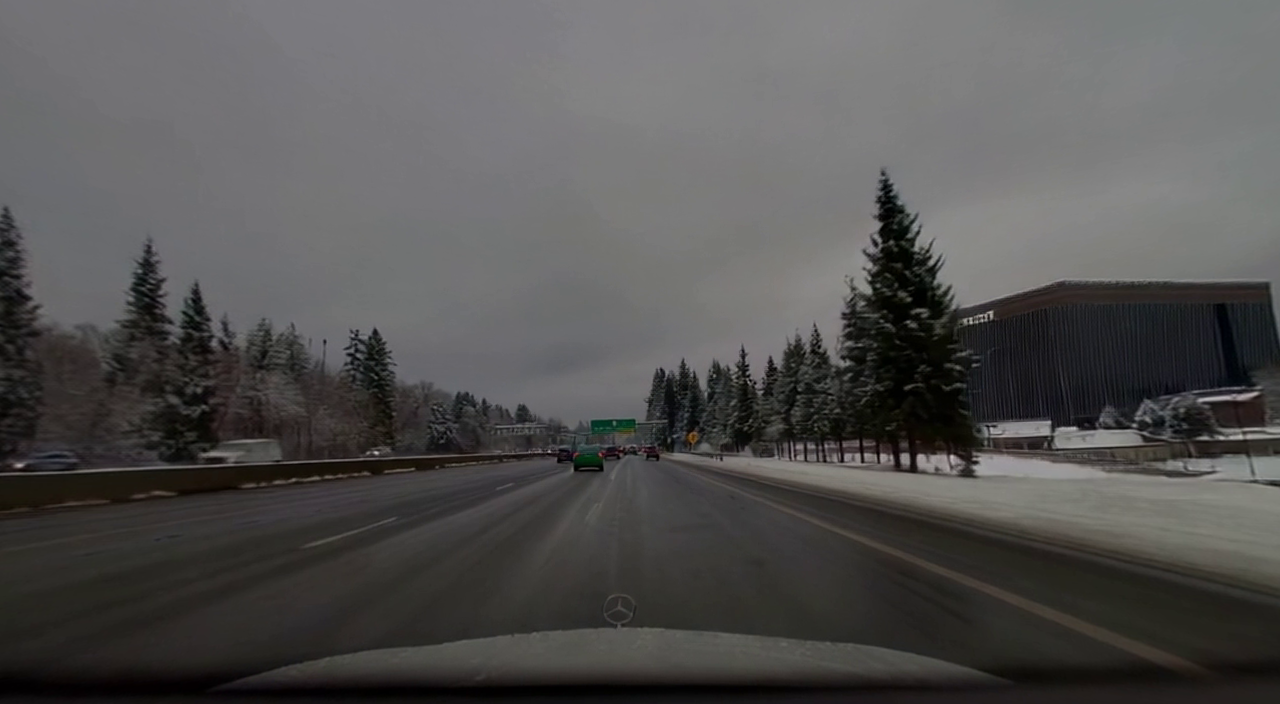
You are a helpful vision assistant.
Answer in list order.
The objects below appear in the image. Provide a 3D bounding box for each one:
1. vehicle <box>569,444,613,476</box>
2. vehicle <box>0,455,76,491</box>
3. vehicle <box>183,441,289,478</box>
[{"bbox_3d":[-2.972,6.641,39.007,2.302,1.810,4.707,-1,-9,1],"label":"vehicle"},{"bbox_3d":[-37.229,7.207,37.818,2.047,1.936,4.918,0,-9,-1],"label":"vehicle"},{"bbox_3d":[-26.079,6.955,41.075,2.619,2.224,6.343,-1,-9,1],"label":"vehicle"}]
